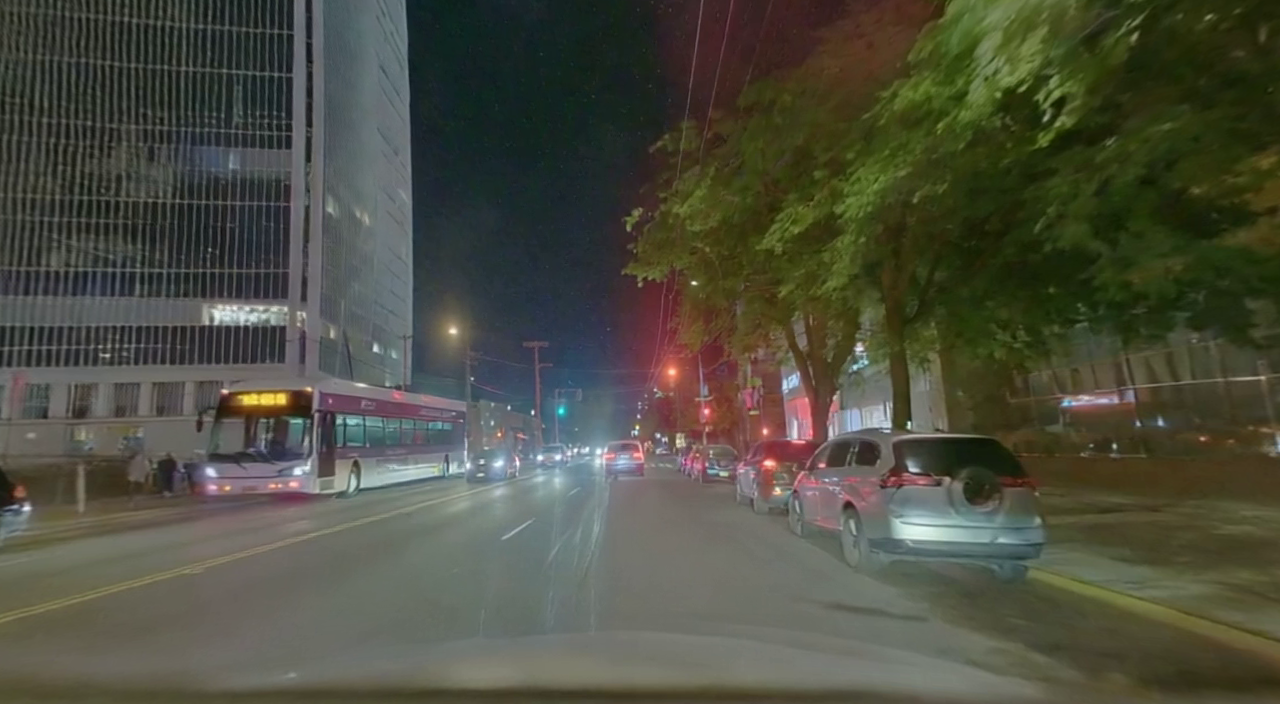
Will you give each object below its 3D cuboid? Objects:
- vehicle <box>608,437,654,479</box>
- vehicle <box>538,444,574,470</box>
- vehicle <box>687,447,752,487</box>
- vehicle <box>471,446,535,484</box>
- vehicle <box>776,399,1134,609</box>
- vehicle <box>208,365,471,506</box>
[{"bbox_3d":[-0.392,5.203,31.313,2.127,1.893,4.194,0,-8,1],"label":"vehicle"},{"bbox_3d":[-5.970,7.493,45.467,2.050,1.763,4.119,0,-8,-1],"label":"vehicle"},{"bbox_3d":[3.108,4.591,25.647,2.018,1.474,4.524,0,-8,0],"label":"vehicle"},{"bbox_3d":[-6.150,5.100,28.786,1.954,1.581,4.197,0,-8,0],"label":"vehicle"},{"bbox_3d":[3.125,1.601,7.584,1.998,1.746,4.443,0,-9,0],"label":"vehicle"},{"bbox_3d":[-9.567,3.161,23.062,3.022,3.627,13.129,-1,-9,1],"label":"vehicle"}]
